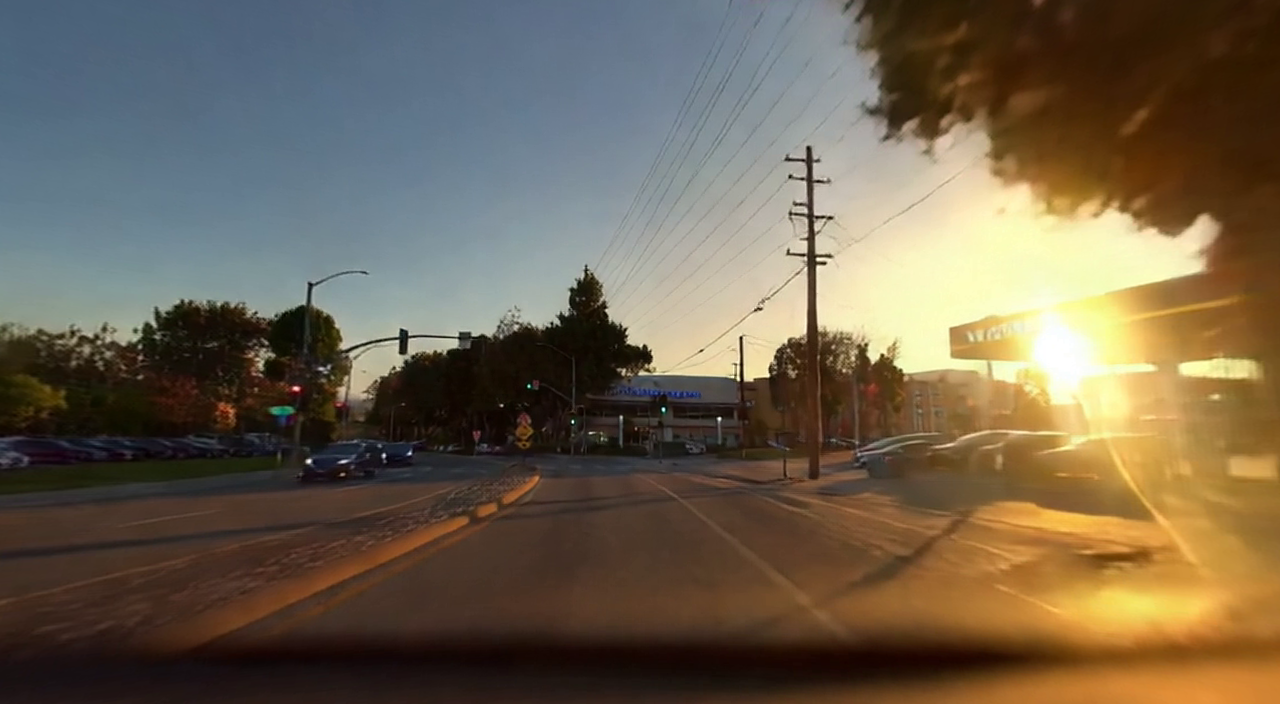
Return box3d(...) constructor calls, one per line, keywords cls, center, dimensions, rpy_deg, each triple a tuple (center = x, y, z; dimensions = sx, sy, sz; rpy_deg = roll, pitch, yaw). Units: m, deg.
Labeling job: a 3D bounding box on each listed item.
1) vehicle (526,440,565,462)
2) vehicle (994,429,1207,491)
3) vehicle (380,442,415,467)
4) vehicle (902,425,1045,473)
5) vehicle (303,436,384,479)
box3d(cls="vehicle", center=(-6.934, 7.169, 46.163), dimensions=(2.094, 1.500, 3.682), rpy_deg=(3, -8, -19))
box3d(cls="vehicle", center=(14.178, 3.310, 19.720), dimensions=(4.996, 1.720, 2.027), rpy_deg=(0, -5, 2))
box3d(cls="vehicle", center=(-16.643, 7.015, 43.492), dimensions=(1.863, 1.439, 4.351), rpy_deg=(1, -7, -17))
box3d(cls="vehicle", center=(13.306, 3.896, 25.453), dimensions=(4.444, 1.815, 2.239), rpy_deg=(0, -8, 1))
box3d(cls="vehicle", center=(-12.173, 4.308, 26.234), dimensions=(1.918, 1.628, 4.011), rpy_deg=(1, -8, -8))
